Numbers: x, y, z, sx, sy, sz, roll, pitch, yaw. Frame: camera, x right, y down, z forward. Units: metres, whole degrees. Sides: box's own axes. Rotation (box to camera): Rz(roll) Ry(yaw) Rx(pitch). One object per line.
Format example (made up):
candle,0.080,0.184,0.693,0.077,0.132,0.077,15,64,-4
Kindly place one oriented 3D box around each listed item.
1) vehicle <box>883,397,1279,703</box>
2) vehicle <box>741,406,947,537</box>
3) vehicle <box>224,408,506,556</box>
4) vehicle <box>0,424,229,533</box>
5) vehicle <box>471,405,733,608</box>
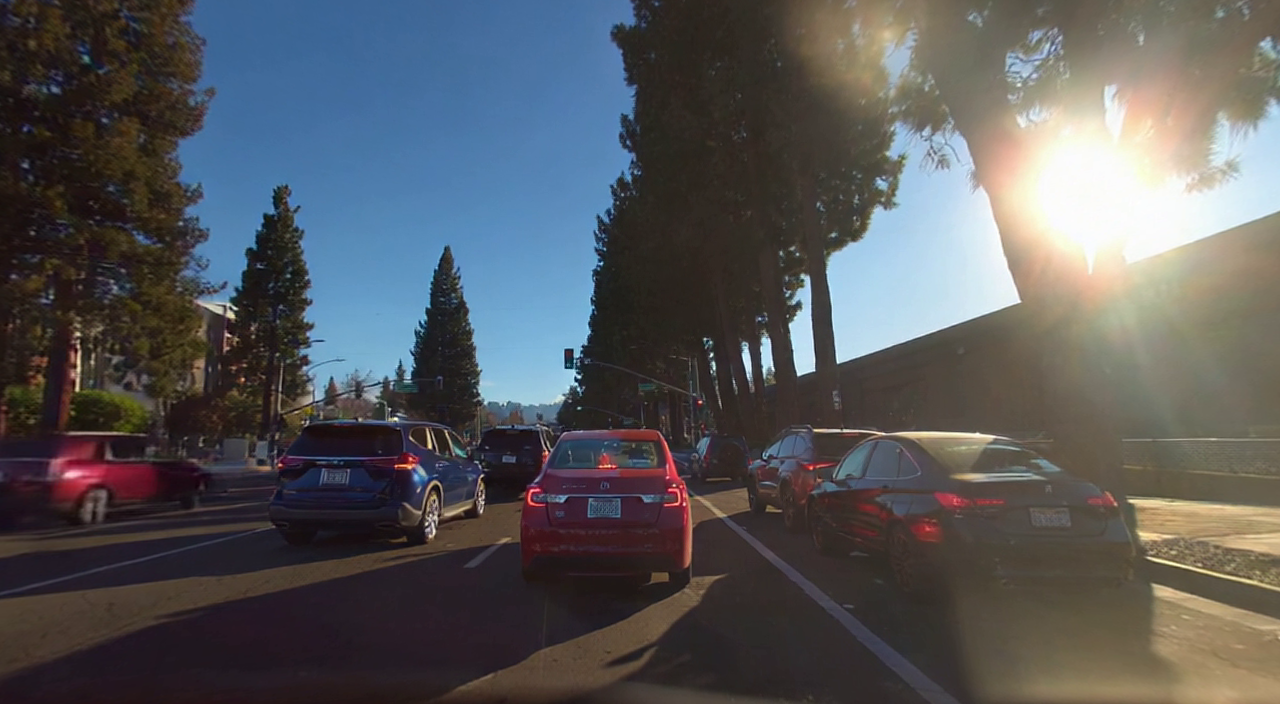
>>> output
vehicle,3.236,1.068,3.366,2.045,1.459,4.462,0,-8,-1
vehicle,3.337,2.085,11.536,2.117,1.879,4.715,0,-8,-1
vehicle,-3.761,1.886,9.889,2.141,1.718,4.809,0,-8,1
vehicle,-10.440,2.314,12.159,1.938,1.682,4.498,0,-8,0
vehicle,-0.356,1.584,7.418,2.114,1.631,4.459,0,-8,-1
